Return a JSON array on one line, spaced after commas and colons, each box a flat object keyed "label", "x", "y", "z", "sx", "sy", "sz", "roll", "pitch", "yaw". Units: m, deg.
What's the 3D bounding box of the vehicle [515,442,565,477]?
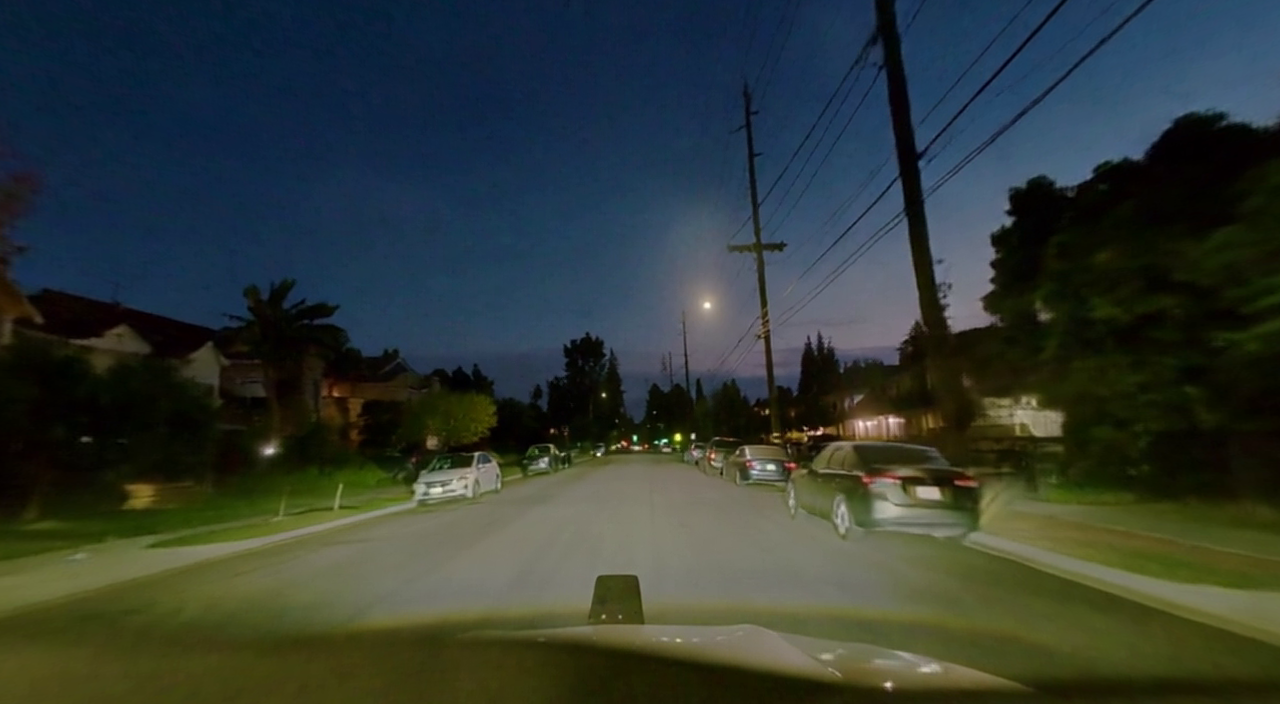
[{"label": "vehicle", "x": -5.762, "y": 6.285, "z": 37.024, "sx": 2.118, "sy": 1.753, "sz": 4.377, "roll": -4, "pitch": -9, "yaw": 0}]

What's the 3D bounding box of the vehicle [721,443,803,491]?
[{"label": "vehicle", "x": 4.074, "y": 3.910, "z": 21.851, "sx": 1.848, "sy": 1.436, "sz": 4.582, "roll": 0, "pitch": -9, "yaw": -1}]

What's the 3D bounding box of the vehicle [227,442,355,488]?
[{"label": "vehicle", "x": -15.796, "y": 5.081, "z": 28.703, "sx": 4.747, "sy": 1.899, "sz": 2.181, "roll": -1, "pitch": -7, "yaw": 13}]

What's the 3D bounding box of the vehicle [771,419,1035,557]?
[{"label": "vehicle", "x": 3.760, "y": 2.027, "z": 10.213, "sx": 2.247, "sy": 1.618, "sz": 4.655, "roll": 2, "pitch": -8, "yaw": -1}]

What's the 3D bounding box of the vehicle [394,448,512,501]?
[{"label": "vehicle", "x": -5.754, "y": 3.829, "z": 20.215, "sx": 2.199, "sy": 1.439, "sz": 4.757, "roll": -1, "pitch": -9, "yaw": 2}]

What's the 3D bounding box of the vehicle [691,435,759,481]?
[{"label": "vehicle", "x": 3.660, "y": 4.701, "z": 28.340, "sx": 2.122, "sy": 1.809, "sz": 5.421, "roll": 0, "pitch": -9, "yaw": -2}]
